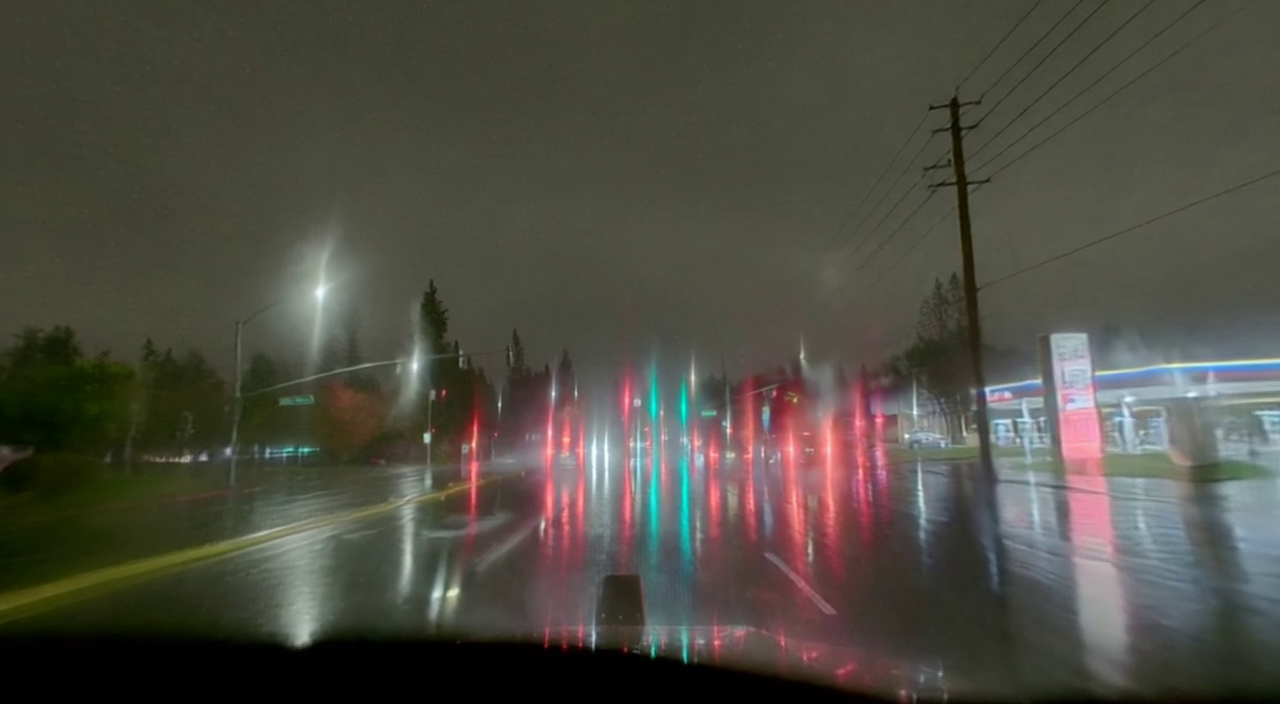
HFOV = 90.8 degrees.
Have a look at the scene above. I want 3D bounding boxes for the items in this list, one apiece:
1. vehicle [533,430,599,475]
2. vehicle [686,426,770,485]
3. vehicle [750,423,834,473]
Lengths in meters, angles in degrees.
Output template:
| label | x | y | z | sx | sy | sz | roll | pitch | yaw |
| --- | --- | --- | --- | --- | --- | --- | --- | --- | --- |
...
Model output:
| label | x | y | z | sx | sy | sz | roll | pitch | yaw |
| --- | --- | --- | --- | --- | --- | --- | --- | --- | --- |
| vehicle | -3.226 | 4.494 | 28.435 | 2.261 | 1.820 | 4.255 | 0 | -8 | 2 |
| vehicle | 2.863 | 3.506 | 21.650 | 2.140 | 1.800 | 4.660 | 0 | -8 | -1 |
| vehicle | 7.076 | 4.567 | 30.157 | 2.510 | 2.176 | 5.527 | 0 | -8 | -2 |
